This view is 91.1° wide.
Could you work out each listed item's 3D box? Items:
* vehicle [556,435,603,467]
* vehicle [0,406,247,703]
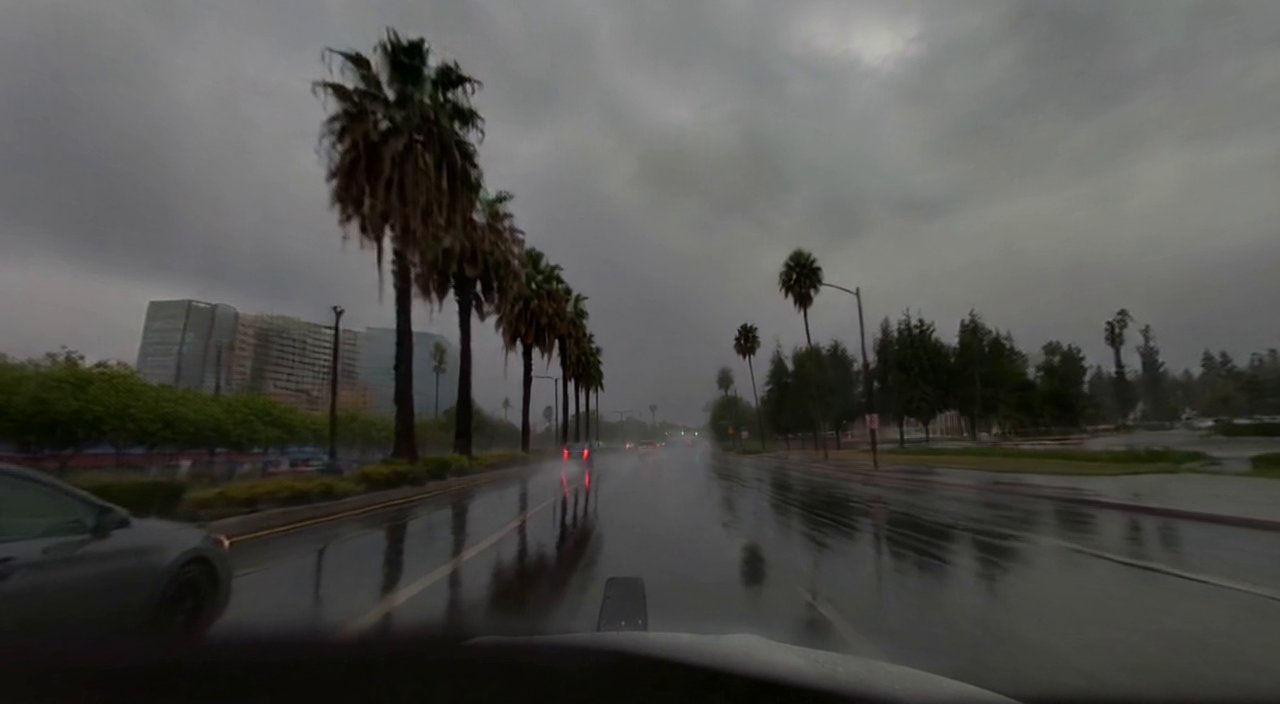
[{"bbox_3d":[-3.611,6.035,38.385,2.188,1.819,4.667,0,-8,3],"label":"vehicle"},{"bbox_3d":[-3.560,0.827,1.573,2.036,1.478,4.771,0,-8,0],"label":"vehicle"}]
